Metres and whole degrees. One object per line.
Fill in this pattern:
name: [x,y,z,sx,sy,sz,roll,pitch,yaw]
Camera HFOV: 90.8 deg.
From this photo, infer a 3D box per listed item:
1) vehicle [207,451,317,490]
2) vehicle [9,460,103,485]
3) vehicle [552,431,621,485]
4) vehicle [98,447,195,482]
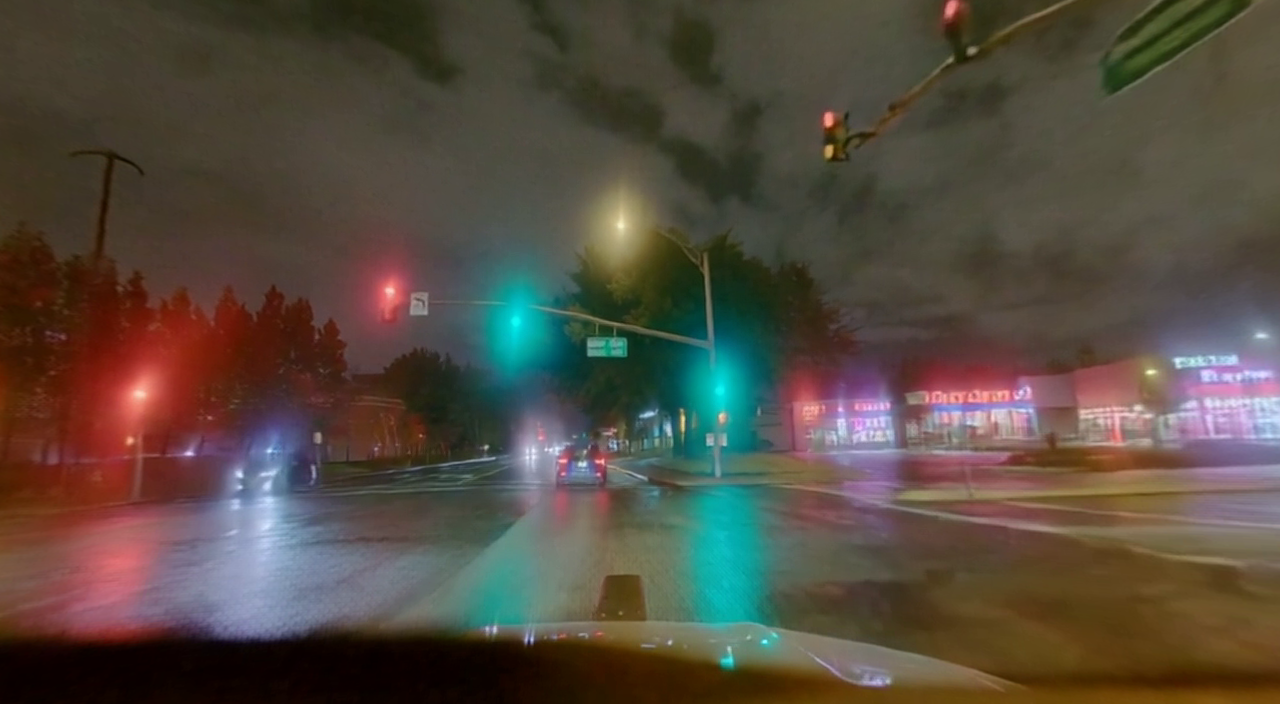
vehicle: [-16.580,5.187,28.034,1.873,1.483,4.657,0,-8,2]
vehicle: [-36.728,7.574,39.826,3.894,1.446,1.760,1,-8,-8]
vehicle: [-1.907,3.751,22.586,2.227,1.733,3.930,1,-8,-5]
vehicle: [-26.625,6.041,34.278,2.142,1.671,4.083,0,-8,-4]
